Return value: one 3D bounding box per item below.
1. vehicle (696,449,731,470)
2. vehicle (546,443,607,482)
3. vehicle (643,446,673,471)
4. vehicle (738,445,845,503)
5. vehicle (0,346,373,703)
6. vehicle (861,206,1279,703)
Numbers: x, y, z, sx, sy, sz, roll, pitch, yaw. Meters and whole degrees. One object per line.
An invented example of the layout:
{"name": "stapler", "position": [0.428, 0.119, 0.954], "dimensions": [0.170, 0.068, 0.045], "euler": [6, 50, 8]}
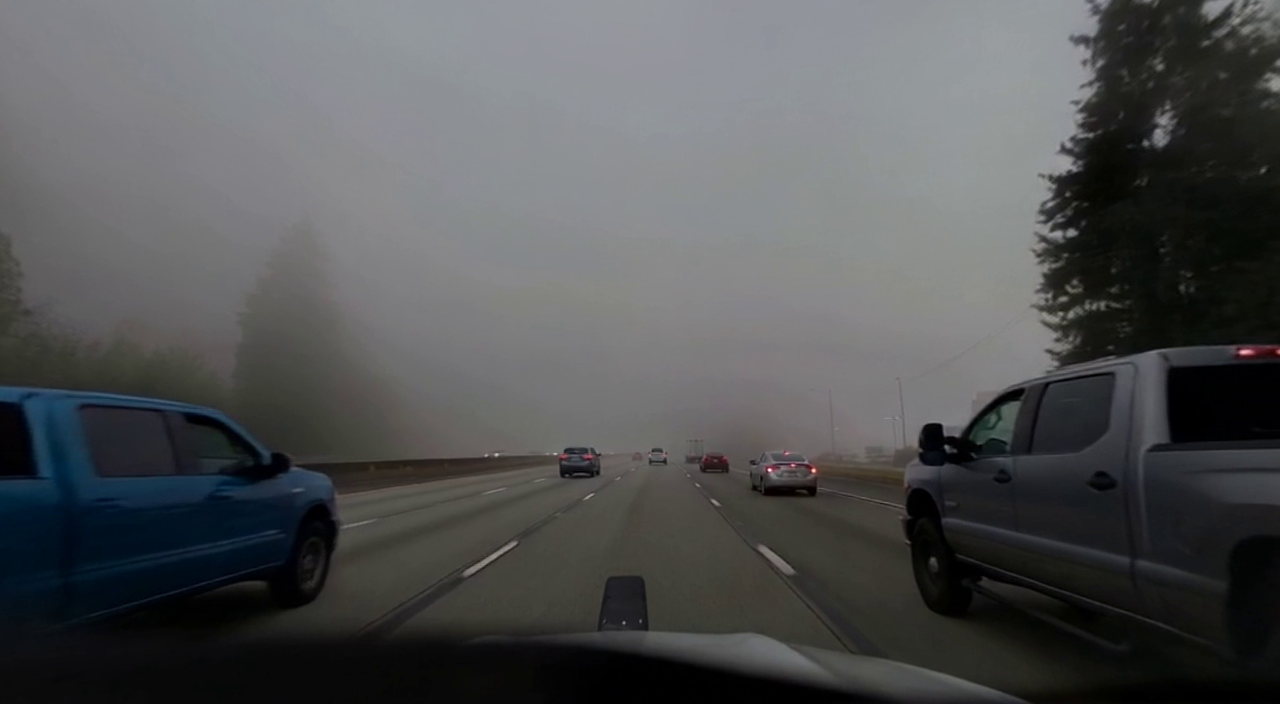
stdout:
{"name": "vehicle", "position": [5.329, 7.805, 46.002], "dimensions": [2.072, 1.456, 4.537], "euler": [0, -8, 1]}
{"name": "vehicle", "position": [-2.918, 5.192, 30.017], "dimensions": [2.209, 1.714, 4.576], "euler": [-1, -8, 3]}
{"name": "vehicle", "position": [1.321, 7.682, 45.780], "dimensions": [2.080, 1.682, 4.150], "euler": [0, -8, 1]}
{"name": "vehicle", "position": [4.314, 3.529, 18.809], "dimensions": [2.111, 1.498, 4.466], "euler": [0, -8, 1]}
{"name": "vehicle", "position": [-3.732, 1.030, 3.717], "dimensions": [2.146, 1.775, 4.553], "euler": [0, -8, 3]}
{"name": "vehicle", "position": [3.562, 0.720, 2.786], "dimensions": [3.024, 2.092, 6.797], "euler": [-1, -8, 3]}
